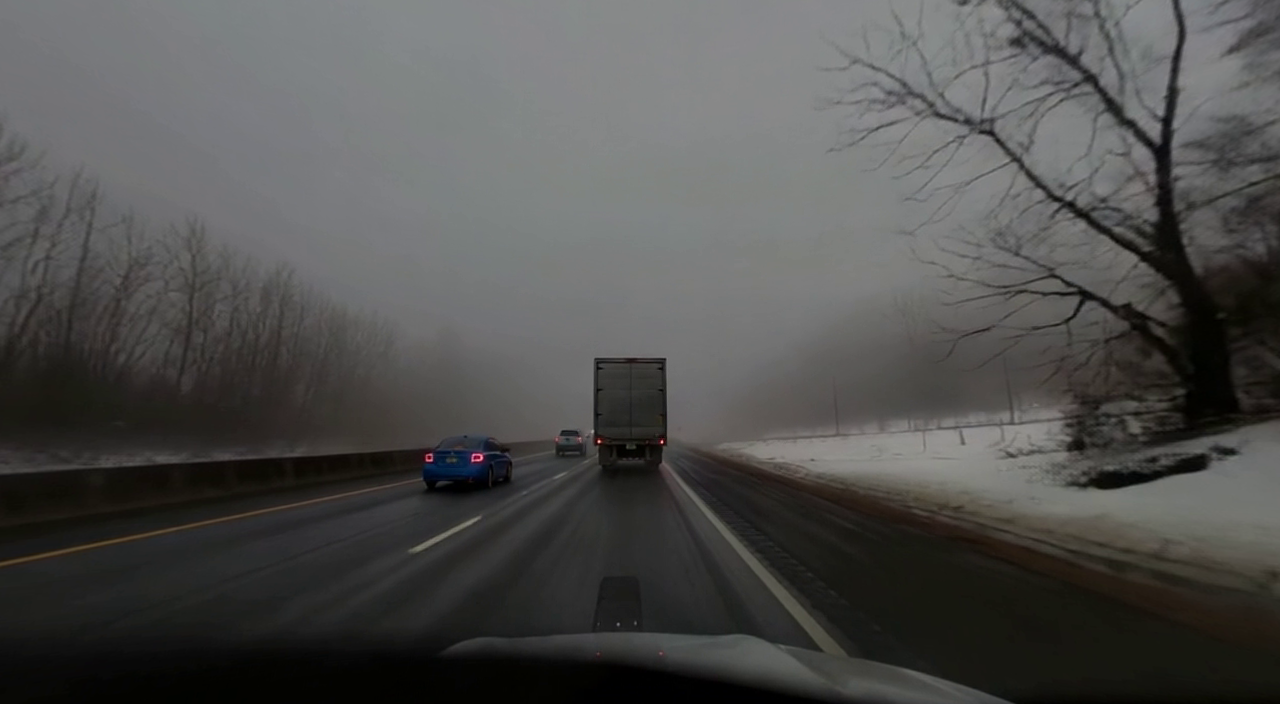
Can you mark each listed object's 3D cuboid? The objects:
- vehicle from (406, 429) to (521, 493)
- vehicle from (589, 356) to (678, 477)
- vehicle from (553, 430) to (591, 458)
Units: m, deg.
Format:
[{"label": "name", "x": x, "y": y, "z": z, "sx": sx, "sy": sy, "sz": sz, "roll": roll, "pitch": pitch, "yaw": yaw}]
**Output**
[{"label": "vehicle", "x": -4.696, "y": 2.939, "z": 17.486, "sx": 1.931, "sy": 1.539, "sz": 4.441, "roll": 0, "pitch": -8, "yaw": 0}, {"label": "vehicle", "x": -0.332, "y": 2.805, "z": 26.128, "sx": 2.953, "sy": 4.041, "sz": 10.072, "roll": 0, "pitch": -8, "yaw": -1}, {"label": "vehicle", "x": -4.539, "y": 6.214, "z": 42.646, "sx": 2.019, "sy": 1.834, "sz": 4.644, "roll": 0, "pitch": -8, "yaw": 0}]
